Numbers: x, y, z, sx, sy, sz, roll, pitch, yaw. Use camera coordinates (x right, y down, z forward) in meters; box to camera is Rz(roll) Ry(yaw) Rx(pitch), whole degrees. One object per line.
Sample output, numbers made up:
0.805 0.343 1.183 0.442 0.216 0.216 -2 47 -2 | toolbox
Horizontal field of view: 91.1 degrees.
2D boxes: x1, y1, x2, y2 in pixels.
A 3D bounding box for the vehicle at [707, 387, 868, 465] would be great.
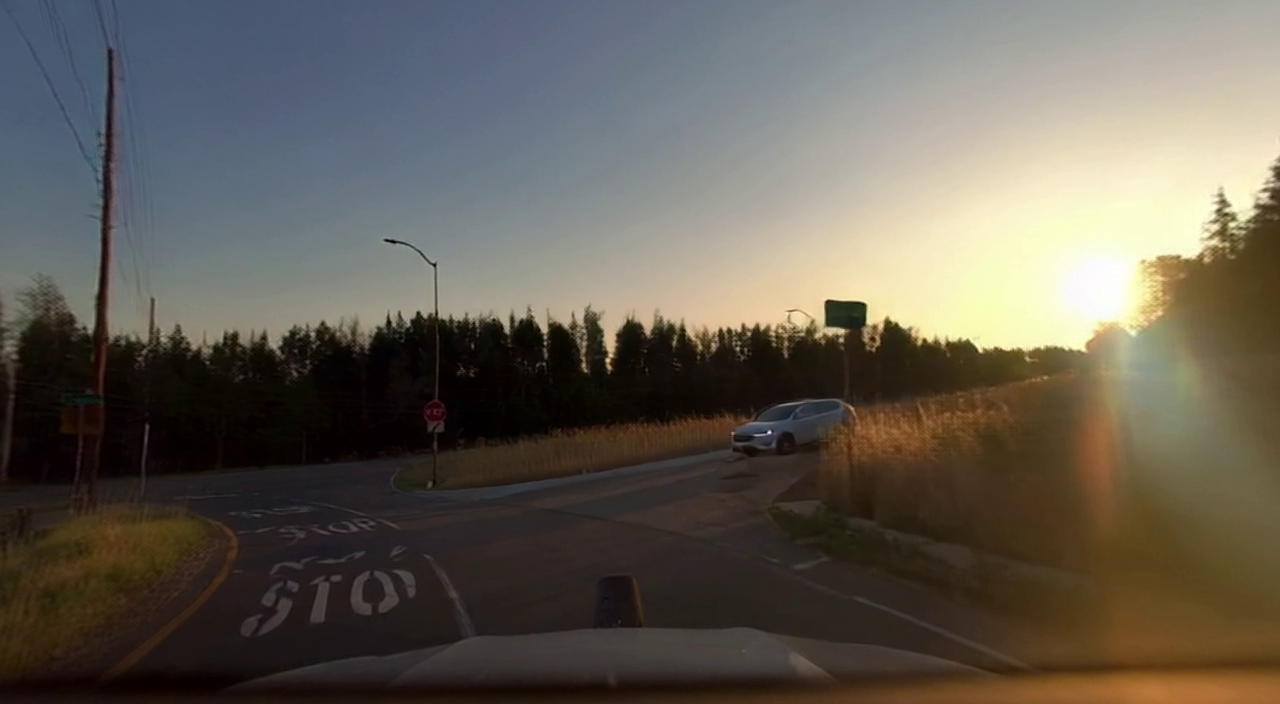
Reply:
4.440 2.168 18.786 4.403 1.574 1.914 -6 -4 -31 | vehicle
